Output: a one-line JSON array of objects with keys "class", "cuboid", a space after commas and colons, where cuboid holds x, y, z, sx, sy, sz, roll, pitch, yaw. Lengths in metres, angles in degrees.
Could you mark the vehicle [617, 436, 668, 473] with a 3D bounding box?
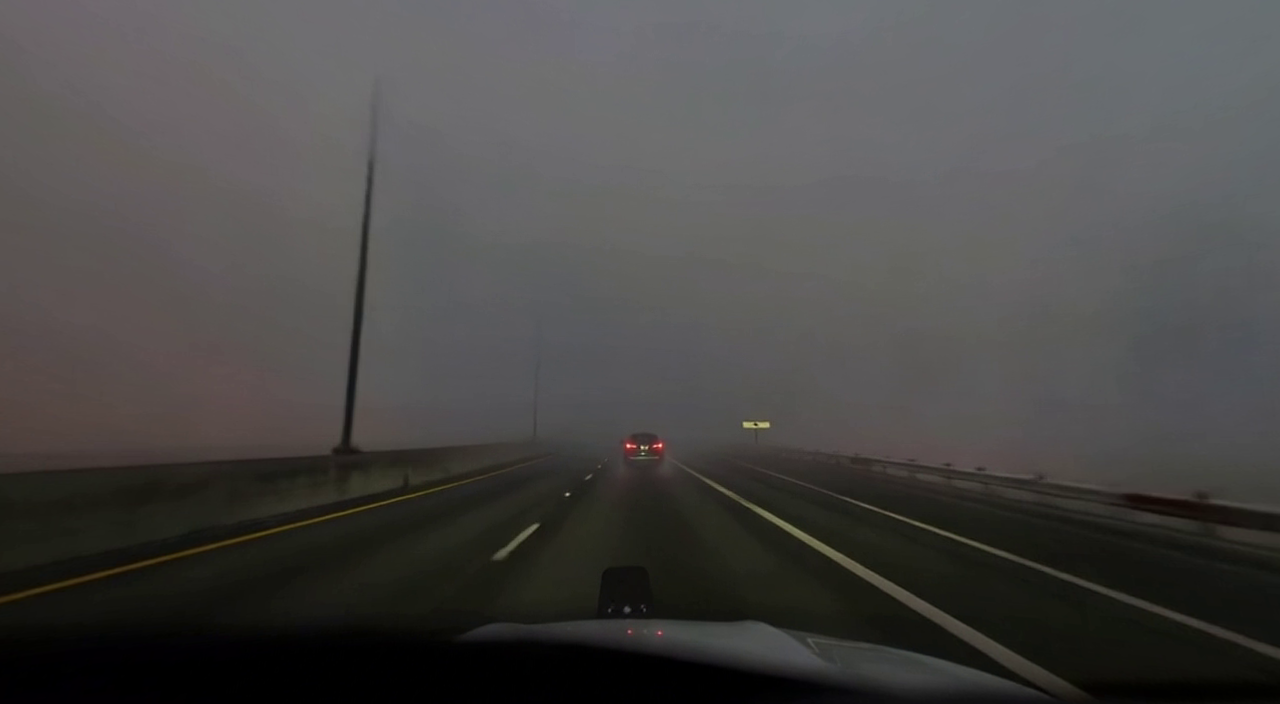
[{"class": "vehicle", "cuboid": [0.111, 4.557, 28.160, 2.130, 1.512, 4.057, 0, -8, 0]}]
